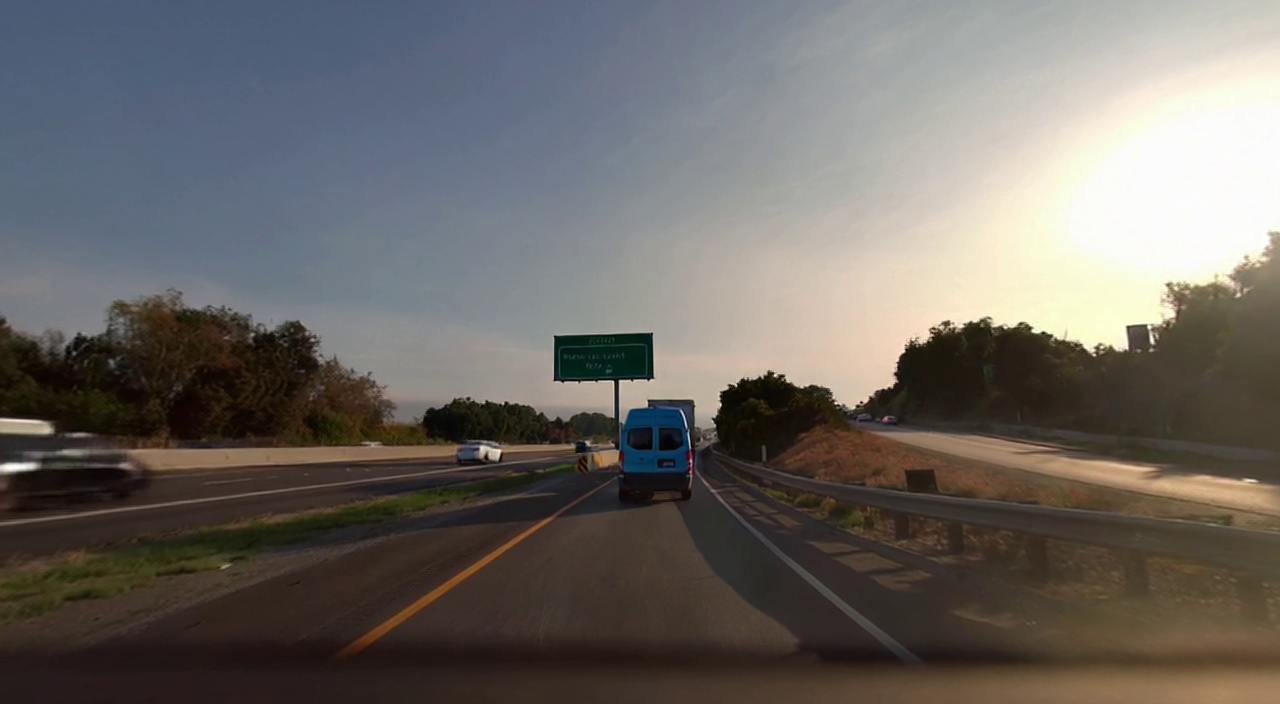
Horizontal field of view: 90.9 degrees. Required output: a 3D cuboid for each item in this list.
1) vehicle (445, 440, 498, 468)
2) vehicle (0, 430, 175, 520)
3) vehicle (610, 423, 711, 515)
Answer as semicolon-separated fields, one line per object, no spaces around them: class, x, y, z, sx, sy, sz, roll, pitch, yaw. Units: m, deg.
vehicle;-11.544;6.973;43.534;2.104;1.795;4.737;-1;-8;4
vehicle;-13.011;2.540;13.393;2.050;1.676;5.319;-1;-8;2
vehicle;0.389;2.712;15.152;2.043;1.821;4.558;0;-8;-1
